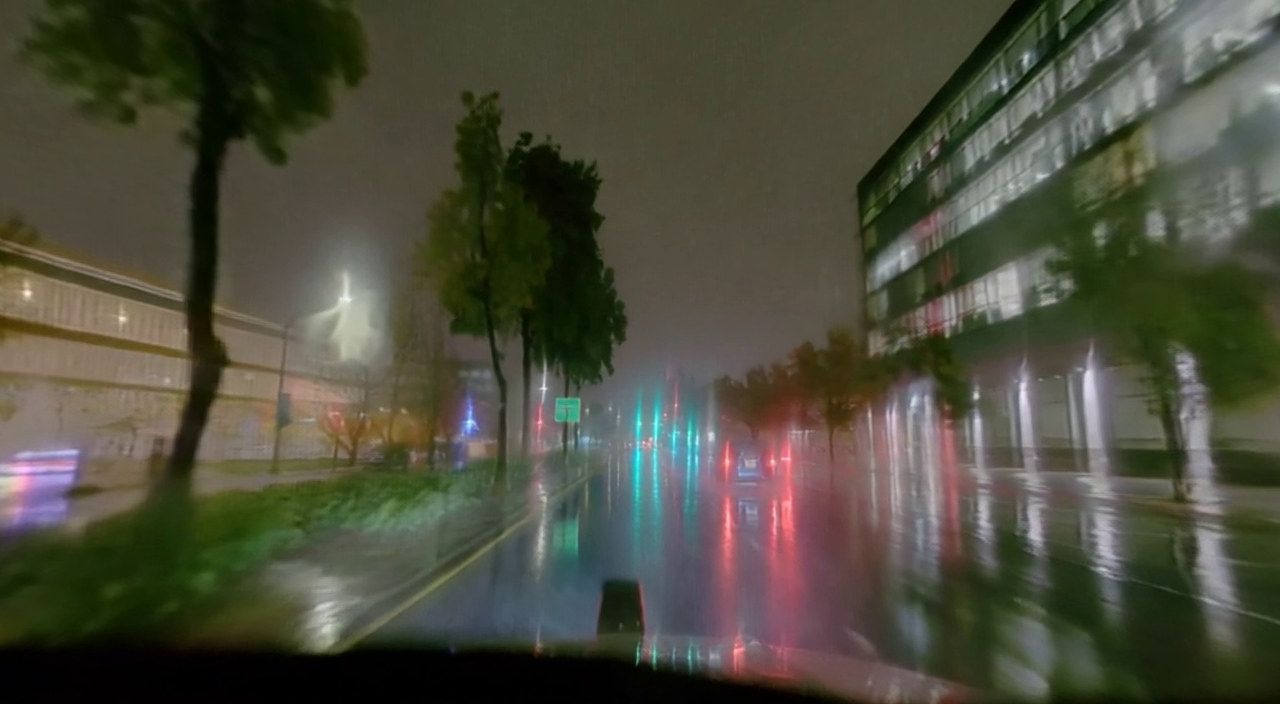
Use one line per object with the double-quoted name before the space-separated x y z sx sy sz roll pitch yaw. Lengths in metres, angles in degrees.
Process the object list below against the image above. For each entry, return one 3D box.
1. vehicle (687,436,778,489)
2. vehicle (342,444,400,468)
"vehicle" 2.798 3.465 20.205 2.131 1.491 4.496 0 -8 -1
"vehicle" -19.690 7.599 46.481 1.977 1.687 4.909 0 -8 1
